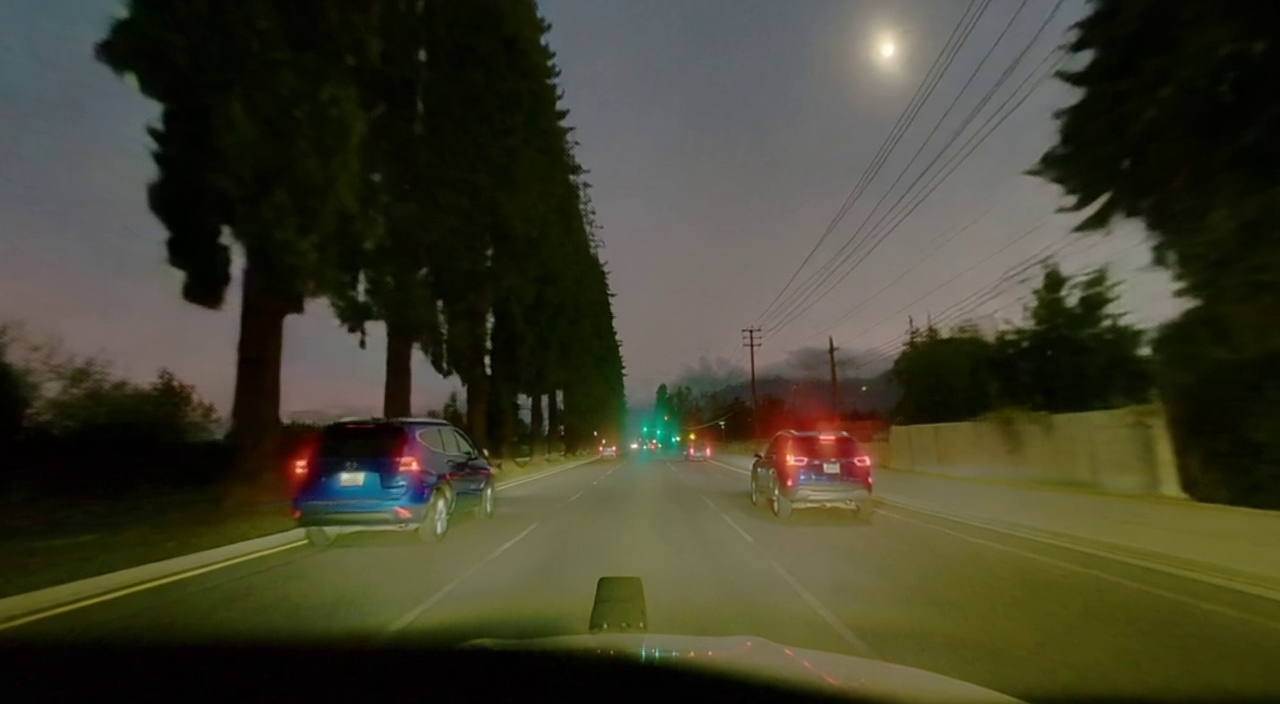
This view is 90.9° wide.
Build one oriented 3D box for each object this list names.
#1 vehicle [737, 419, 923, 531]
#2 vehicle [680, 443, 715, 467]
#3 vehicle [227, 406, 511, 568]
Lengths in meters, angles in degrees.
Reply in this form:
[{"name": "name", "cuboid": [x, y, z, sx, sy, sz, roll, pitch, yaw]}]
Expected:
[{"name": "vehicle", "cuboid": [3.337, 2.262, 12.210, 2.182, 1.744, 4.464, 0, -8, 0]}, {"name": "vehicle", "cuboid": [3.844, 6.914, 42.520, 1.906, 1.468, 4.422, 0, -8, 0]}, {"name": "vehicle", "cuboid": [-3.473, 1.824, 9.286, 2.104, 1.785, 4.494, 0, -8, 1]}]
